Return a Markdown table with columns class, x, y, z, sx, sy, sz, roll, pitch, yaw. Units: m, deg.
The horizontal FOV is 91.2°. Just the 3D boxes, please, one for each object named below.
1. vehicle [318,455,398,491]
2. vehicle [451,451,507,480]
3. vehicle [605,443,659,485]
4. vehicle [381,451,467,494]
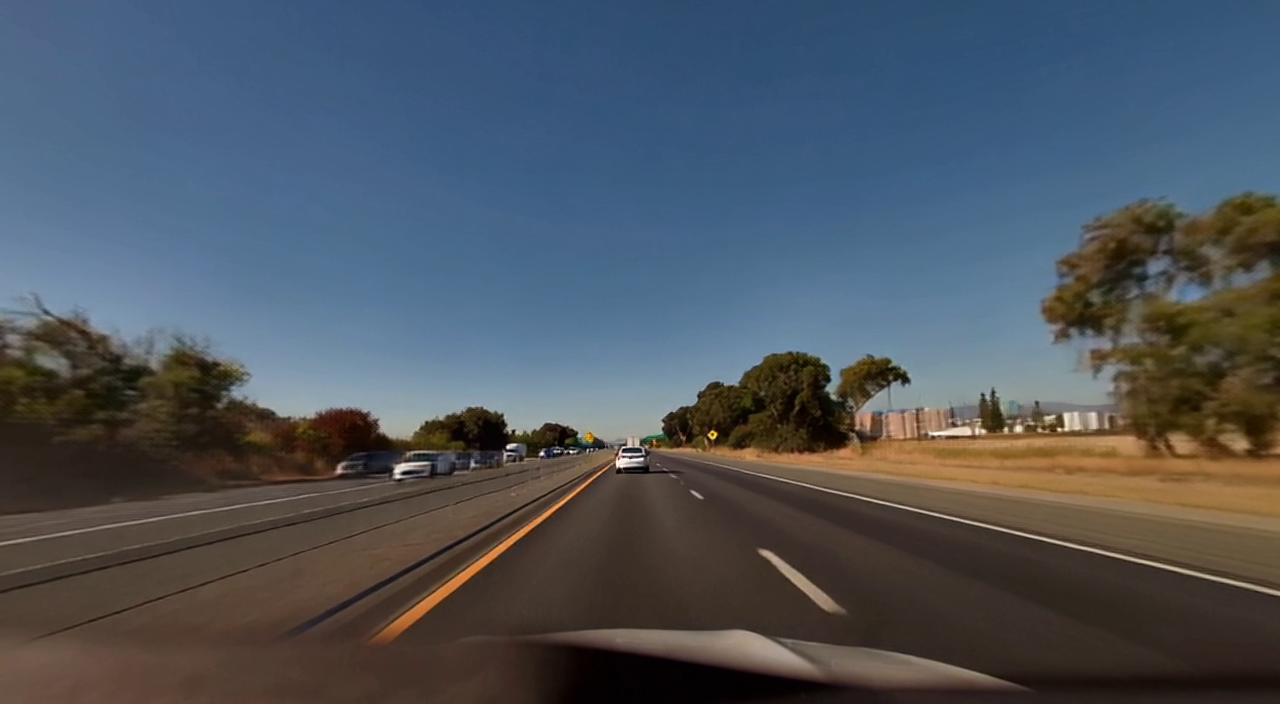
| class | x | y | z | sx | sy | sz | roll | pitch | yaw |
| --- | --- | --- | --- | --- | --- | --- | --- | --- | --- |
| vehicle | -13.751 | 5.898 | 30.897 | 1.892 | 1.533 | 4.532 | 0 | -9 | -1 |
| vehicle | -9.184 | 6.480 | 36.109 | 2.005 | 1.493 | 4.505 | 0 | -9 | 0 |
| vehicle | -0.334 | 4.427 | 25.115 | 1.971 | 1.518 | 4.108 | 0 | -9 | -1 |
| vehicle | -8.190 | 4.579 | 24.182 | 1.908 | 1.499 | 4.040 | 0 | -9 | -1 |
